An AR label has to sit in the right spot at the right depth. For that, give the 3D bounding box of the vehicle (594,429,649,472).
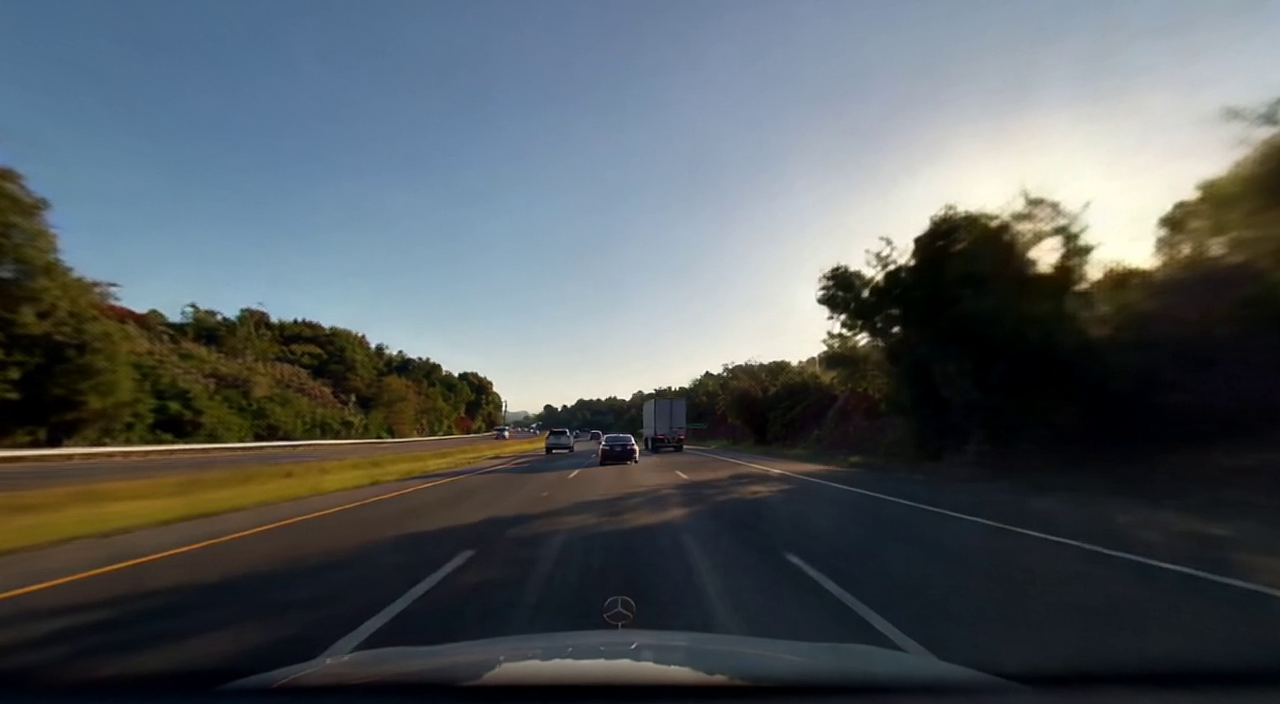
[{"bbox_3d":[-0.733,3.904,25.174,2.048,1.563,4.087,0,-8,-1],"label":"vehicle"}]

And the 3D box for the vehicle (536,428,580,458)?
[{"bbox_3d":[-5.066,5.731,39.600,2.234,1.773,5.134,0,-8,-1],"label":"vehicle"}]
